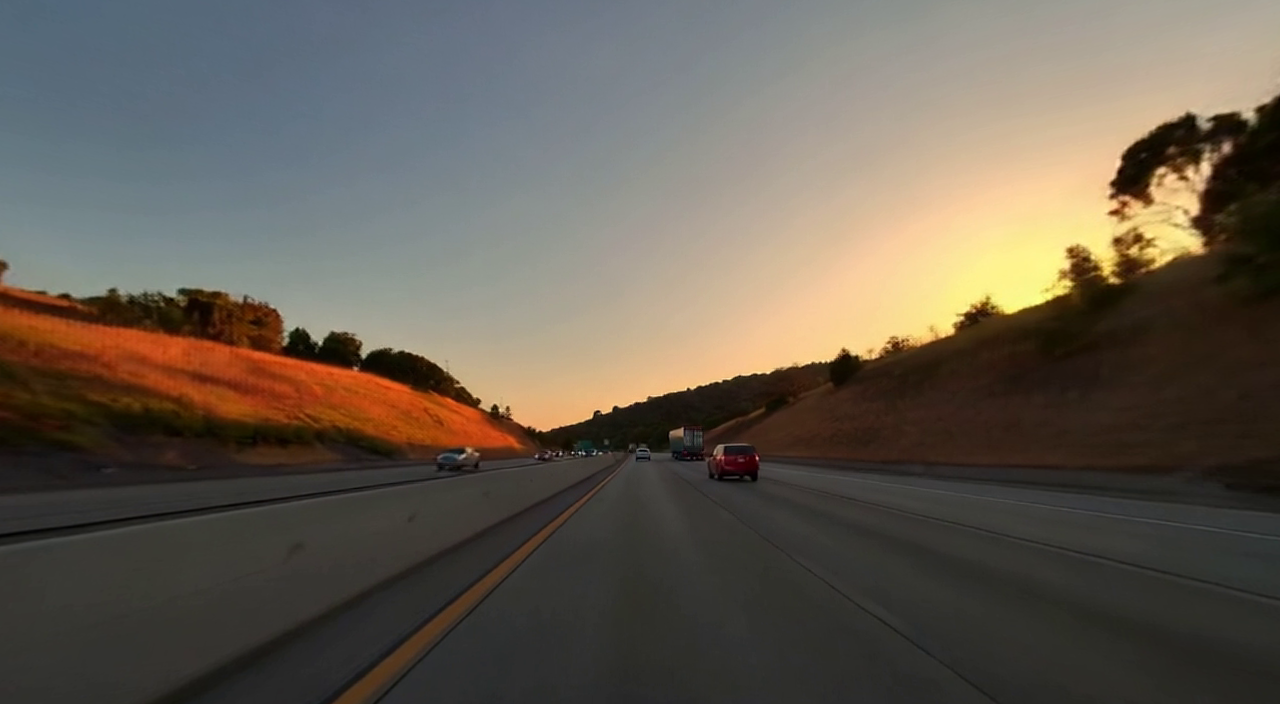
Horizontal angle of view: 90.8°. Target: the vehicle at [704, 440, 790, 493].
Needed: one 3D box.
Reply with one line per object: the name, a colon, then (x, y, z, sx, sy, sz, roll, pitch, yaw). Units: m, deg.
vehicle: (3.655, 3.998, 22.435, 2.130, 1.658, 4.537, 0, -9, -2)
